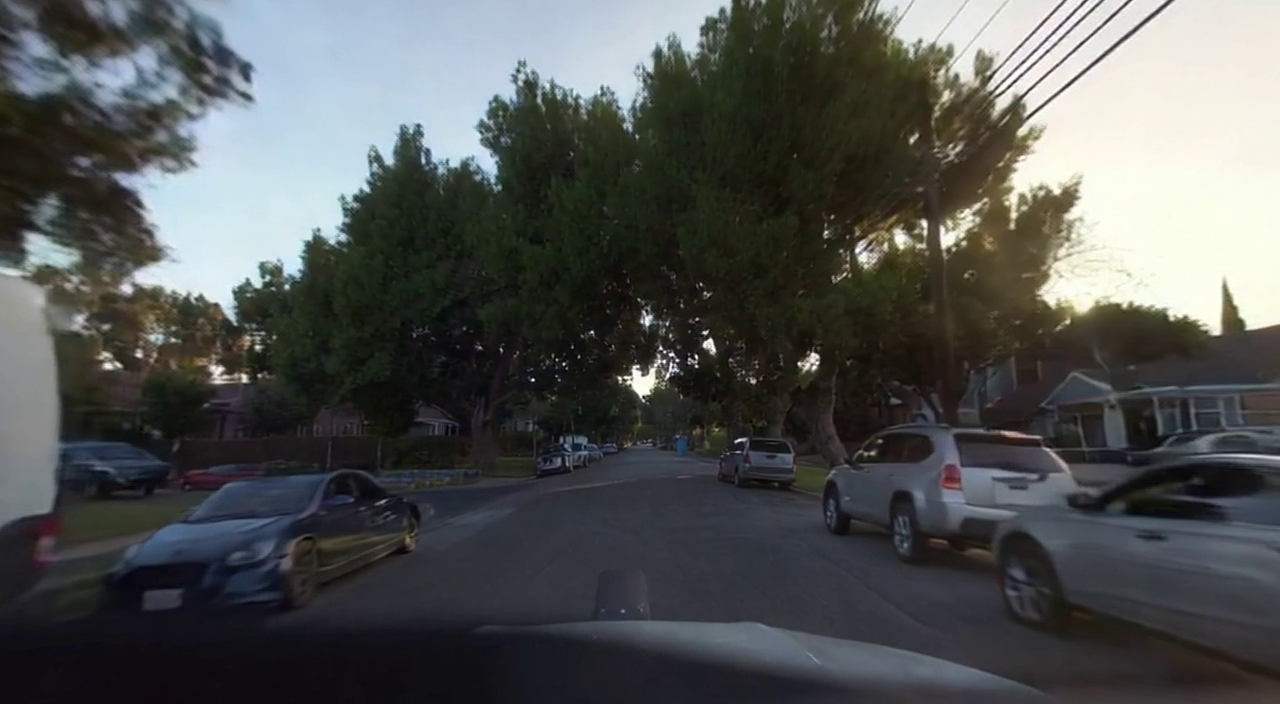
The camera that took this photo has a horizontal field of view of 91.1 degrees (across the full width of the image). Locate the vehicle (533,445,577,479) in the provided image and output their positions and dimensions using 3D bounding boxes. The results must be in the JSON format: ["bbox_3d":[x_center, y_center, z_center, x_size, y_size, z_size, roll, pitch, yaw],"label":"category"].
[{"bbox_3d":[-4.433,5.769,33.325,1.870,1.562,4.212,-2,-8,-2],"label":"vehicle"}]

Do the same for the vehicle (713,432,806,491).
[{"bbox_3d":[4.139,3.897,22.735,2.215,1.897,5.131,0,-9,-1],"label":"vehicle"}]

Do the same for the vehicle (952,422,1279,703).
[{"bbox_3d":[4.005,1.307,4.014,1.839,1.520,4.498,3,-8,1],"label":"vehicle"}]

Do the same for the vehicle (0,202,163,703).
[{"bbox_3d":[-4.487,0.338,1.036,2.470,2.613,5.989,-4,-9,4],"label":"vehicle"}]

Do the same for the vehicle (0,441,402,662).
[{"bbox_3d":[-4.468,1.828,6.992,1.934,1.547,4.400,-1,-7,0],"label":"vehicle"}]
